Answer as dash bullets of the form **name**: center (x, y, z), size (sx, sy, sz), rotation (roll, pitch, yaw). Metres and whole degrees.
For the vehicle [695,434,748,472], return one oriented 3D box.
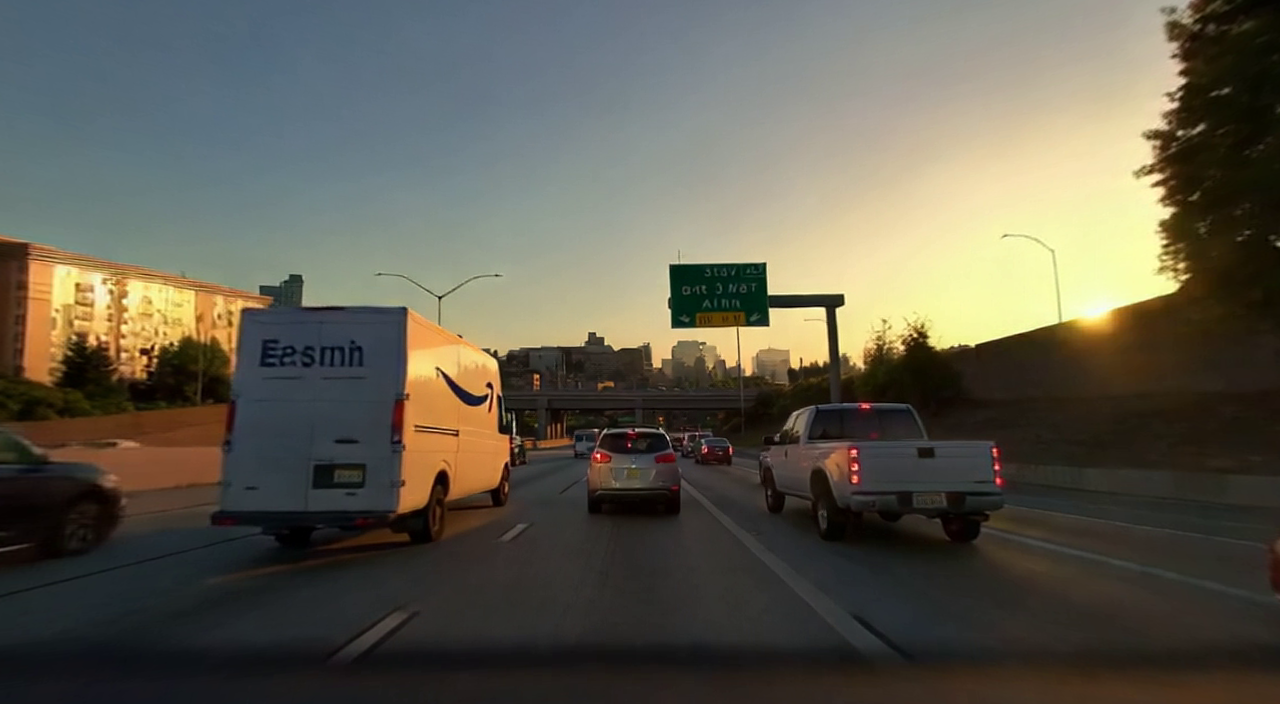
- **vehicle**: center (3.948, 4.953, 31.106), size (2.064, 1.720, 4.416), rotation (0, -8, 0)

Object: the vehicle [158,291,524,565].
- **vehicle**: center (-3.675, 1.240, 9.872), size (2.415, 2.821, 6.636), rotation (0, -8, 0)

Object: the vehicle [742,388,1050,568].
- **vehicle**: center (3.148, 1.721, 9.339), size (2.341, 1.890, 5.144), rotation (1, -8, -1)

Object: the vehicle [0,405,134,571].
- **vehicle**: center (-7.182, 1.183, 5.253), size (2.031, 1.583, 4.646), rotation (0, -8, 0)

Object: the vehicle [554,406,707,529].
- **vehicle**: center (-0.138, 2.056, 11.683), size (2.287, 1.823, 4.369), rotation (0, -8, 0)
